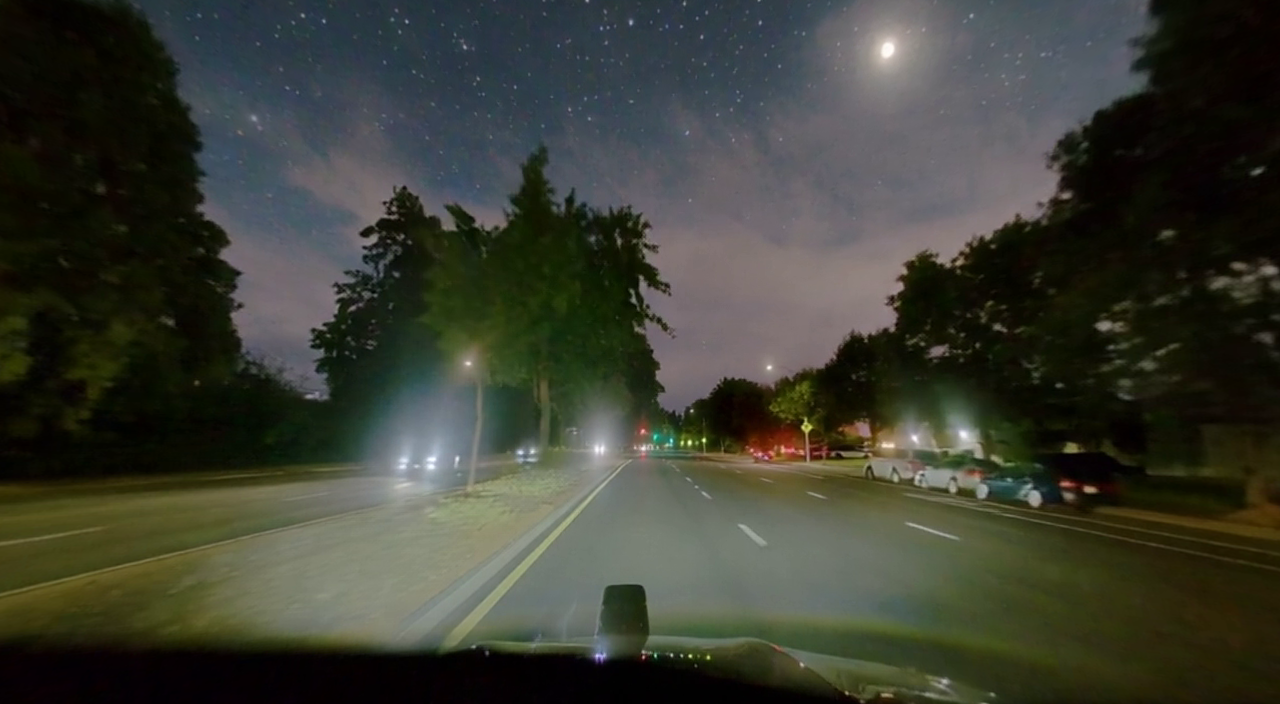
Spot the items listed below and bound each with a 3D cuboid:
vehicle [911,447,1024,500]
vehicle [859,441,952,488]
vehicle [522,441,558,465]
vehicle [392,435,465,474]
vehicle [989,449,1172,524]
[{"bbox_3d":[11.667,4.297,22.783,1.869,1.522,4.295,4,-8,1],"label":"vehicle"},{"bbox_3d":[11.844,4.999,28.552,2.178,1.858,4.726,2,-8,0],"label":"vehicle"},{"bbox_3d":[-7.136,7.214,45.345,1.934,1.619,3.991,0,-8,0],"label":"vehicle"},{"bbox_3d":[-10.983,5.343,33.196,2.176,1.896,4.800,0,-8,0],"label":"vehicle"},{"bbox_3d":[11.571,3.491,16.986,2.061,1.575,4.098,4,-8,1],"label":"vehicle"}]
